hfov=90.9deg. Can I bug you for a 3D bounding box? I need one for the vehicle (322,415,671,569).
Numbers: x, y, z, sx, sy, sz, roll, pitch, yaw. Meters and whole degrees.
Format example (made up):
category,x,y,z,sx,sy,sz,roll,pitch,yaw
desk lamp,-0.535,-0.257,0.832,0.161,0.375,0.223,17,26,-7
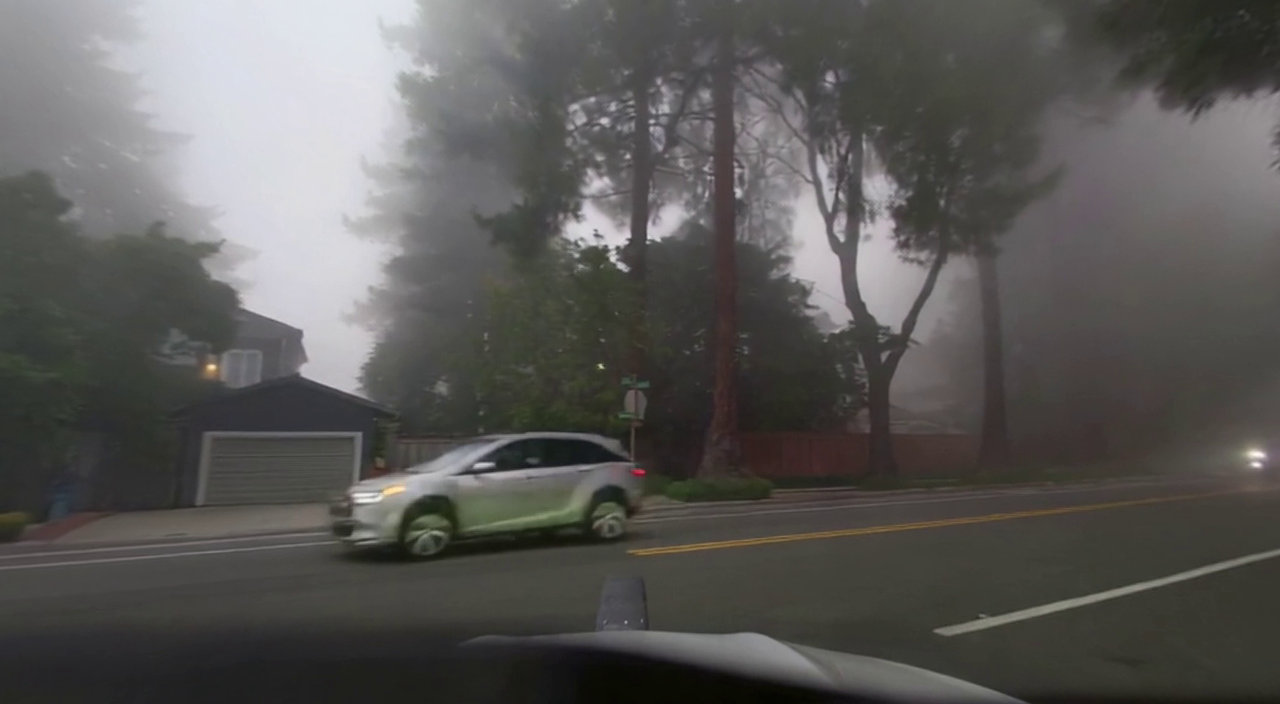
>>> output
category,x,y,z,sx,sy,sz,roll,pitch,yaw
vehicle,-1.989,1.864,9.106,4.462,1.706,2.046,5,-10,-29
